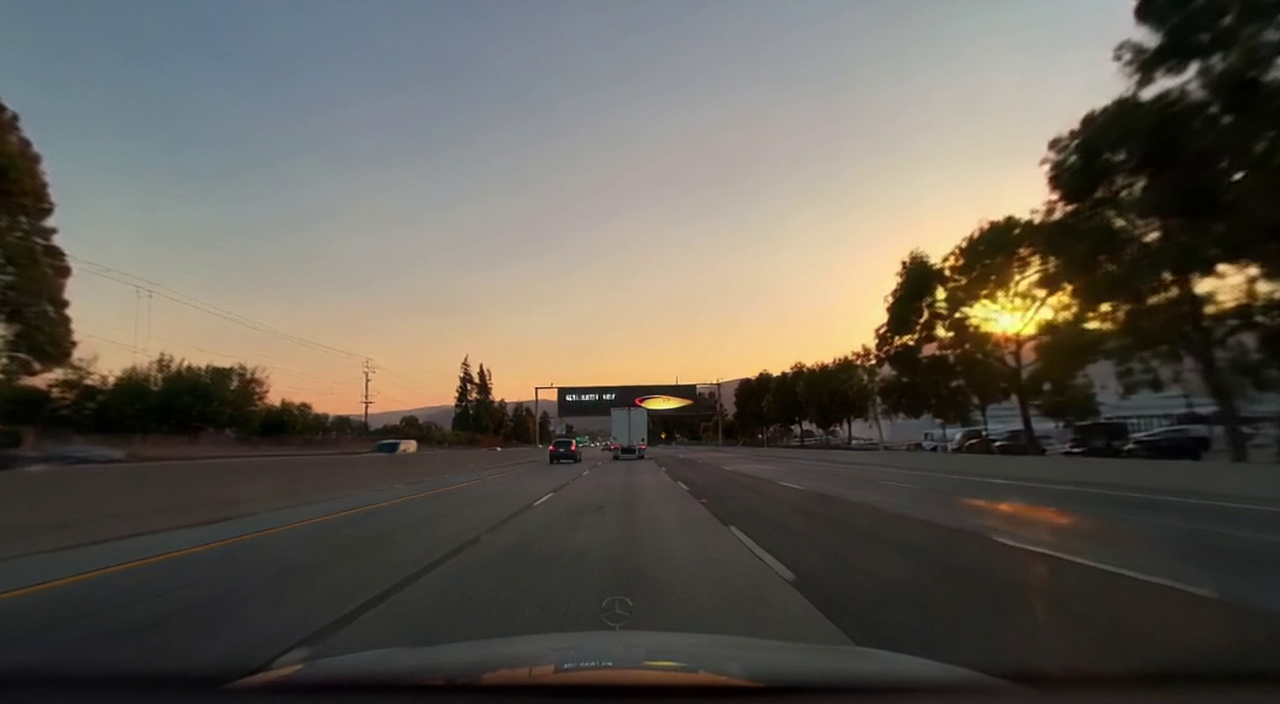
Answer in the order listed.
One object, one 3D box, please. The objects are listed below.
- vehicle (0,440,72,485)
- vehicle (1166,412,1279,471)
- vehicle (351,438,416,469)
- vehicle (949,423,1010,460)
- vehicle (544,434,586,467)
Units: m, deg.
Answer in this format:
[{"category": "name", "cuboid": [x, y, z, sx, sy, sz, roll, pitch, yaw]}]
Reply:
[{"category": "vehicle", "cuboid": [-45.763, 7.855, 45.212, 2.684, 3.094, 7.583, -1, -8, 5]}, {"category": "vehicle", "cuboid": [33.840, 5.029, 36.102, 6.921, 3.077, 2.698, 2, -9, -24]}, {"category": "vehicle", "cuboid": [-16.442, 6.509, 40.850, 2.162, 1.862, 5.326, 0, -8, -3]}, {"category": "vehicle", "cuboid": [26.108, 6.896, 48.864, 2.193, 2.640, 5.959, -1, -8, 9]}, {"category": "vehicle", "cuboid": [-4.615, 6.155, 39.637, 2.095, 1.930, 4.680, 0, -8, 0]}]
